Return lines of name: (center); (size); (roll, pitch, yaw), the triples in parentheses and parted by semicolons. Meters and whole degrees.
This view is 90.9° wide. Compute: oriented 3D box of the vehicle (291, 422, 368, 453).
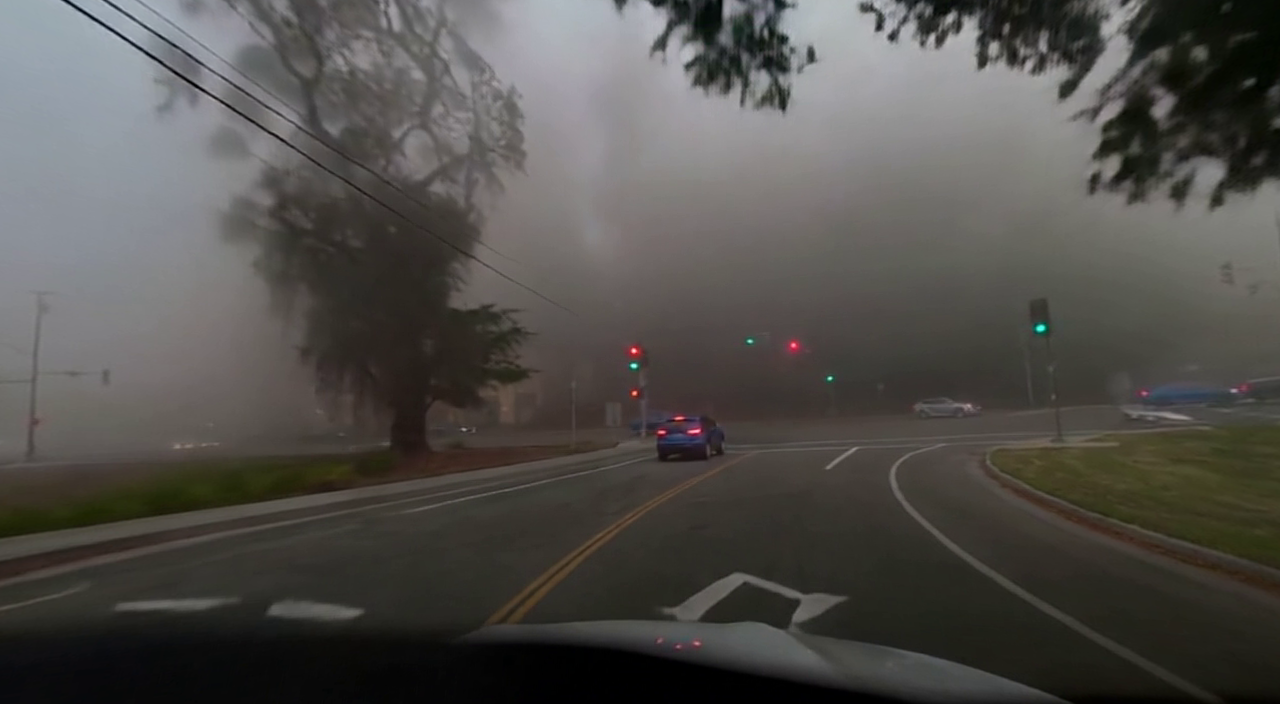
vehicle: (-22.886, 6.326, 46.479); (4.928, 1.843, 2.055); (-5, -2, 17)

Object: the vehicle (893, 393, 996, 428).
vehicle: (16.002, 3.109, 33.388); (4.636, 1.668, 1.935); (-3, -7, 20)

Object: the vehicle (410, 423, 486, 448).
vehicle: (-12.980, 5.648, 42.585); (4.610, 1.476, 2.021); (-3, -4, 18)

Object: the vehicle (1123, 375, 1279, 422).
vehicle: (26.217, 2.233, 29.667); (4.950, 2.022, 2.221); (-3, -6, 18)

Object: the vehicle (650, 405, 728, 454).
vehicle: (2.053, 3.144, 24.937); (1.928, 1.726, 4.704); (-3, -9, 19)
